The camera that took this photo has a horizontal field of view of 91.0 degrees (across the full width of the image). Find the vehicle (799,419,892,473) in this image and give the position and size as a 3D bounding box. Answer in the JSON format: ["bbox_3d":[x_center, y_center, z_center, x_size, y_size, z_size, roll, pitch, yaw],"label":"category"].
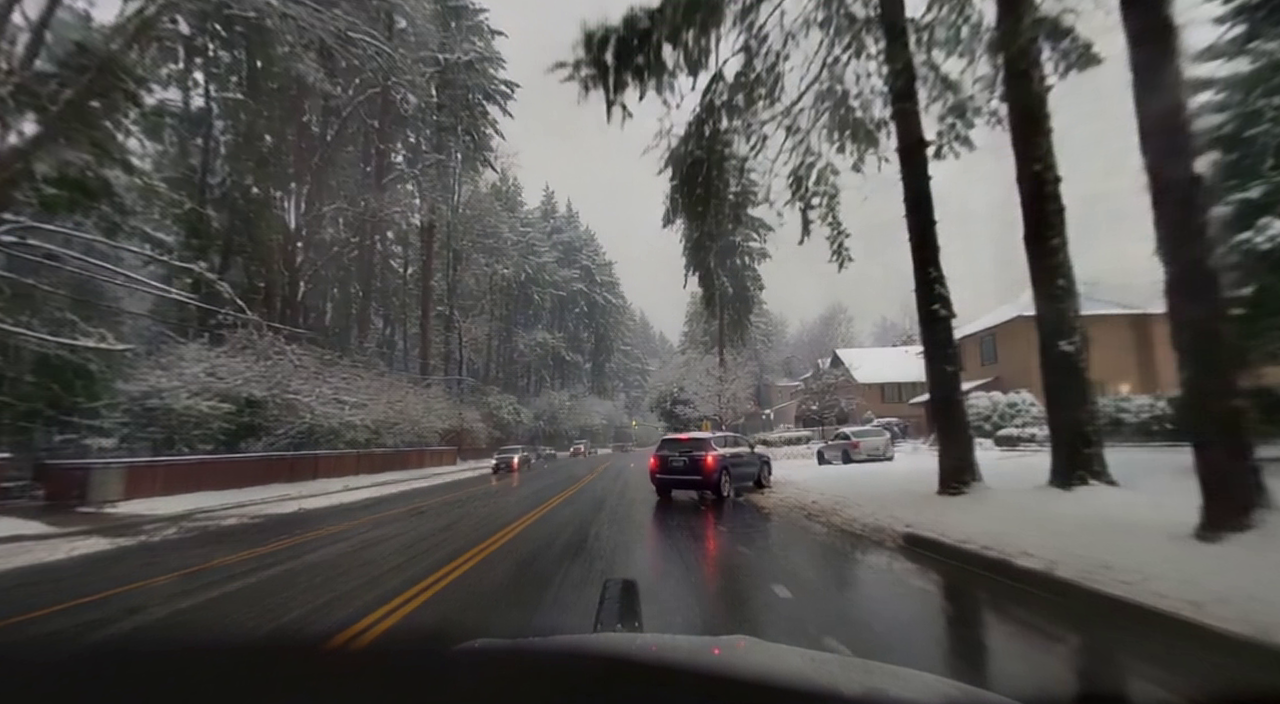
[{"bbox_3d":[8.308,3.915,26.038,2.007,1.803,4.835,-5,-9,-1],"label":"vehicle"}]

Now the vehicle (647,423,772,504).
[{"bbox_3d":[2.080,2.975,17.303,2.268,1.862,4.724,-3,-9,21],"label":"vehicle"}]

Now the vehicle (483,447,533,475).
[{"bbox_3d":[-7.467,6.181,36.054,1.894,1.476,4.429,0,-8,1],"label":"vehicle"}]
